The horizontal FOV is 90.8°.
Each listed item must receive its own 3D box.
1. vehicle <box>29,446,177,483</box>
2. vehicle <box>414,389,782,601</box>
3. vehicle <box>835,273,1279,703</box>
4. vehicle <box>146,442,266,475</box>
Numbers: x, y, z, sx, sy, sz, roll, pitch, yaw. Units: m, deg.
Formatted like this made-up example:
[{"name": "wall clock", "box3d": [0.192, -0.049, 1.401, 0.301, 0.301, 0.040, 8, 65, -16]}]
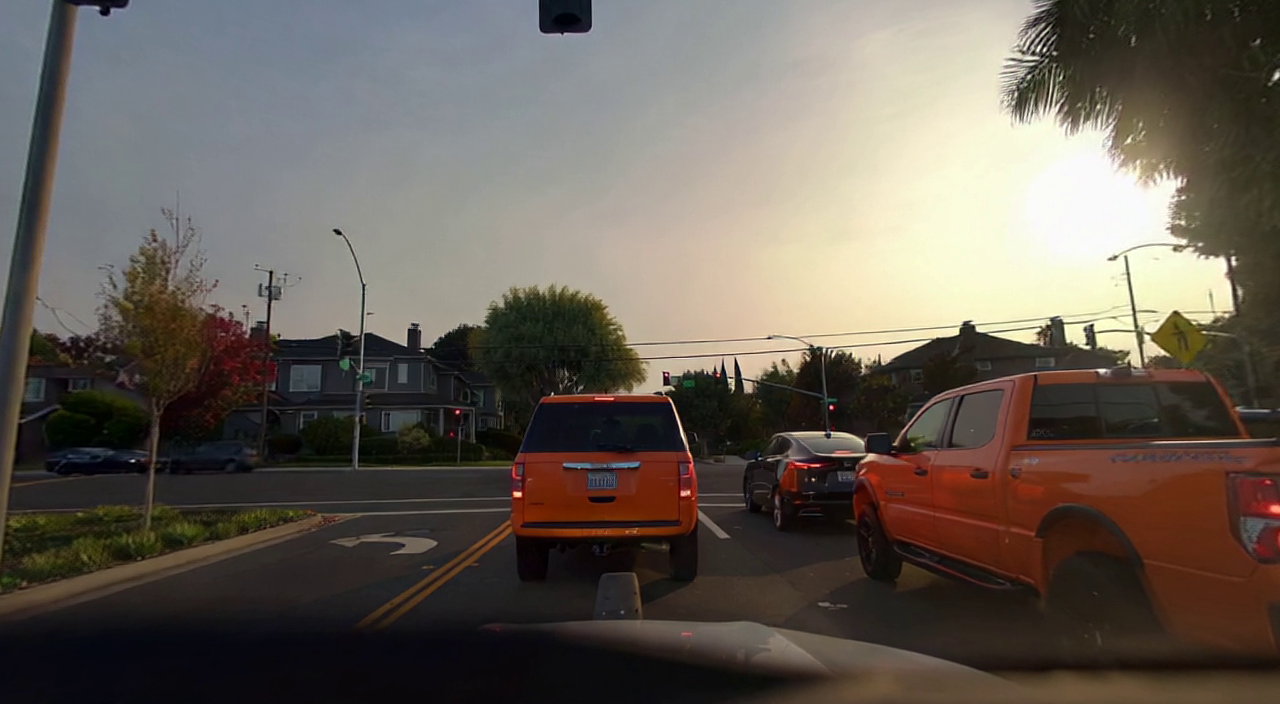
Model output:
[{"name": "vehicle", "box3d": [-22.867, 4.786, 27.075, 4.533, 1.350, 1.714, 0, -7, -9]}, {"name": "vehicle", "box3d": [-0.285, 1.396, 6.681, 3.379, 1.780, 1.915, -2, -8, 11]}, {"name": "vehicle", "box3d": [2.976, 0.947, 3.869, 1.886, 1.849, 5.070, 0, -8, -1]}, {"name": "vehicle", "box3d": [-21.059, 5.167, 30.820, 4.404, 1.534, 1.704, 1, -8, -9]}]
